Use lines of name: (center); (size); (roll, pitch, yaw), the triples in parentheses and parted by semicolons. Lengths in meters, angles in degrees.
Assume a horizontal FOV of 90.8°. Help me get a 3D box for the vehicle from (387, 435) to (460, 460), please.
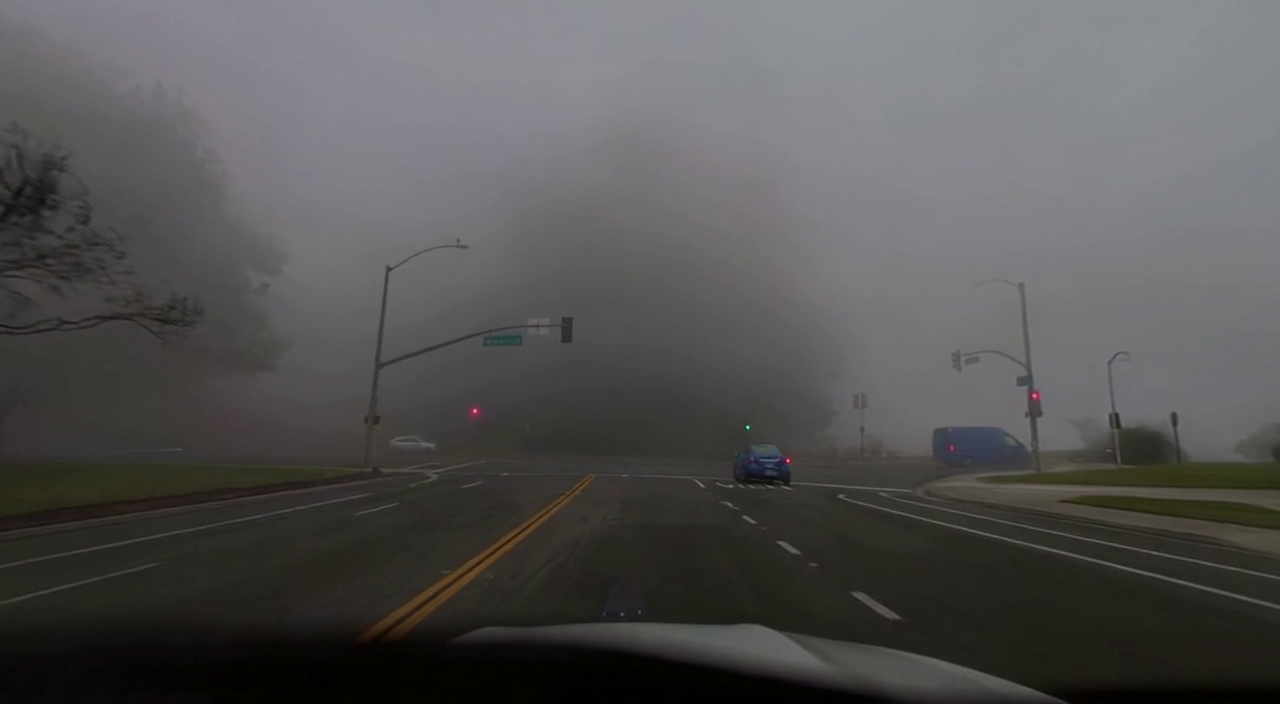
vehicle: (-14.061, 6.215, 41.168); (4.081, 1.522, 1.863); (-1, -9, 4)

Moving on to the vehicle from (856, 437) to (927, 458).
vehicle: (19.551, 7.446, 49.254); (4.630, 1.637, 2.023); (0, -9, 1)

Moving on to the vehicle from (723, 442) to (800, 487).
vehicle: (4.344, 4.085, 23.252); (1.947, 1.485, 4.336); (0, -8, 0)

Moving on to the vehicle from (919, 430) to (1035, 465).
vehicle: (20.938, 5.959, 39.449); (5.869, 2.098, 2.206); (-1, -9, 3)
